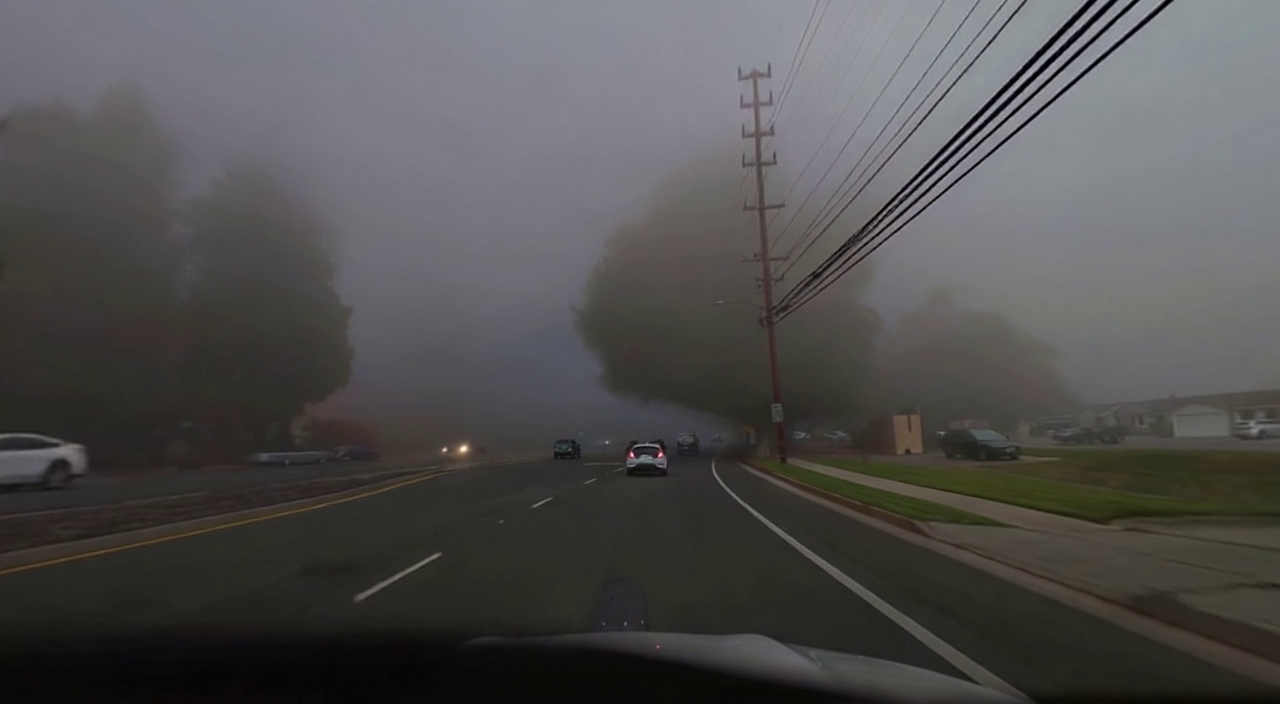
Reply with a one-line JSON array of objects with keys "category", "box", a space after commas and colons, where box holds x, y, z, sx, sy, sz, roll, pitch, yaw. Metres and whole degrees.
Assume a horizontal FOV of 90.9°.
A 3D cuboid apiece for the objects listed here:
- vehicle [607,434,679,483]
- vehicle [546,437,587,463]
[{"category": "vehicle", "box": [0.205, 3.546, 21.283, 2.117, 1.474, 4.036, -1, -8, 4]}, {"category": "vehicle", "box": [-4.551, 6.133, 39.571, 1.983, 1.485, 4.159, -1, -8, 2]}]
